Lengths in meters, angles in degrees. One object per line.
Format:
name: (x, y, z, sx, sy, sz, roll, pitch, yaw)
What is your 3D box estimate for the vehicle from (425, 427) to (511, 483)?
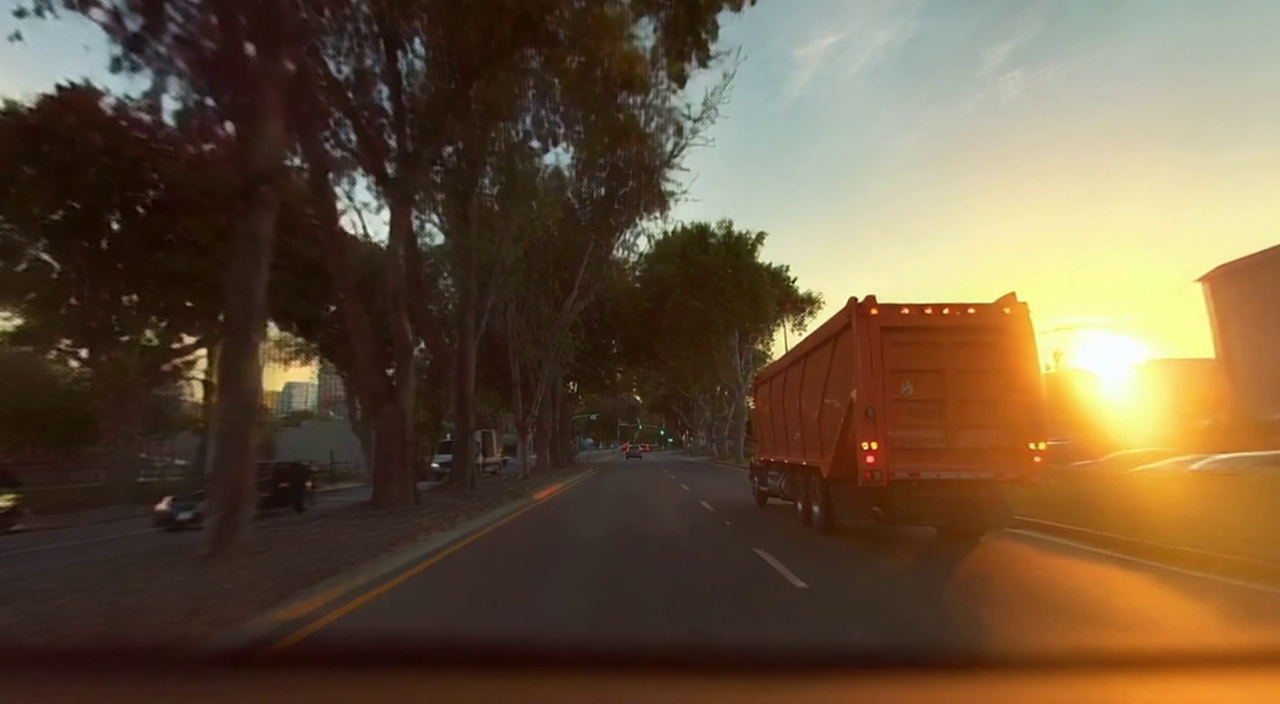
vehicle: (-10.551, 6.441, 39.964, 3.257, 3.085, 9.164, 0, -9, -3)

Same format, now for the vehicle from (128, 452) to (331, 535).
vehicle: (-10.057, 3.435, 16.051, 2.089, 1.754, 4.573, 0, -9, -1)

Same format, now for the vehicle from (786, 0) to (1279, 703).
vehicle: (3.895, 0.375, 5.271, 2.731, 3.407, 10.262, 0, -9, -1)

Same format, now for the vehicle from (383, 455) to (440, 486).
vehicle: (-14.272, 7.406, 39.774, 1.901, 1.737, 4.557, 0, -9, -1)
